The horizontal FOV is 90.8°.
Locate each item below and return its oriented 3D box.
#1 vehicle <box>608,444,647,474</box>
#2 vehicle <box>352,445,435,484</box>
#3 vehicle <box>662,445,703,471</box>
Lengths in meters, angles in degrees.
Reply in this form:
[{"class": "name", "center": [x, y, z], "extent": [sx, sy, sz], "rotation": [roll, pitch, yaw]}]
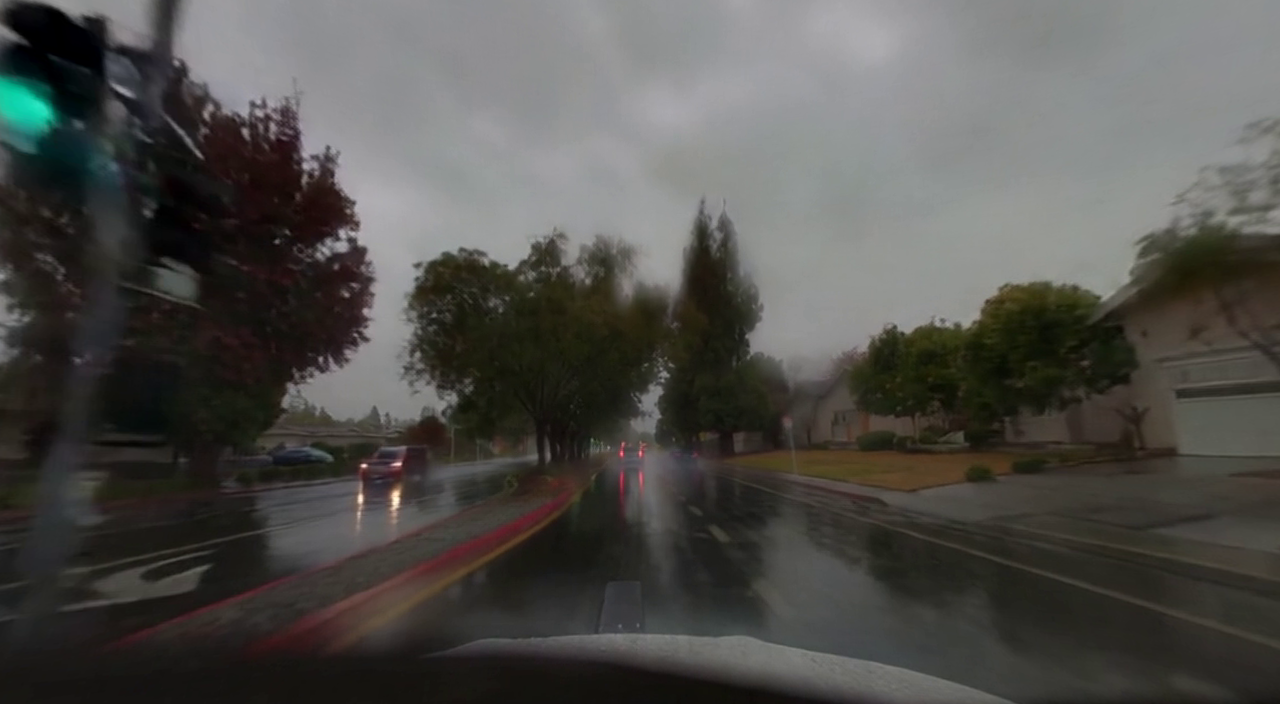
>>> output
[{"class": "vehicle", "center": [-0.668, 5.811, 34.575], "extent": [2.018, 1.511, 3.993], "rotation": [0, -8, -1]}, {"class": "vehicle", "center": [-11.609, 5.280, 30.150], "extent": [2.107, 1.684, 4.707], "rotation": [0, -8, -1]}, {"class": "vehicle", "center": [2.606, 6.637, 39.732], "extent": [2.057, 1.496, 4.401], "rotation": [0, -8, -2]}]
